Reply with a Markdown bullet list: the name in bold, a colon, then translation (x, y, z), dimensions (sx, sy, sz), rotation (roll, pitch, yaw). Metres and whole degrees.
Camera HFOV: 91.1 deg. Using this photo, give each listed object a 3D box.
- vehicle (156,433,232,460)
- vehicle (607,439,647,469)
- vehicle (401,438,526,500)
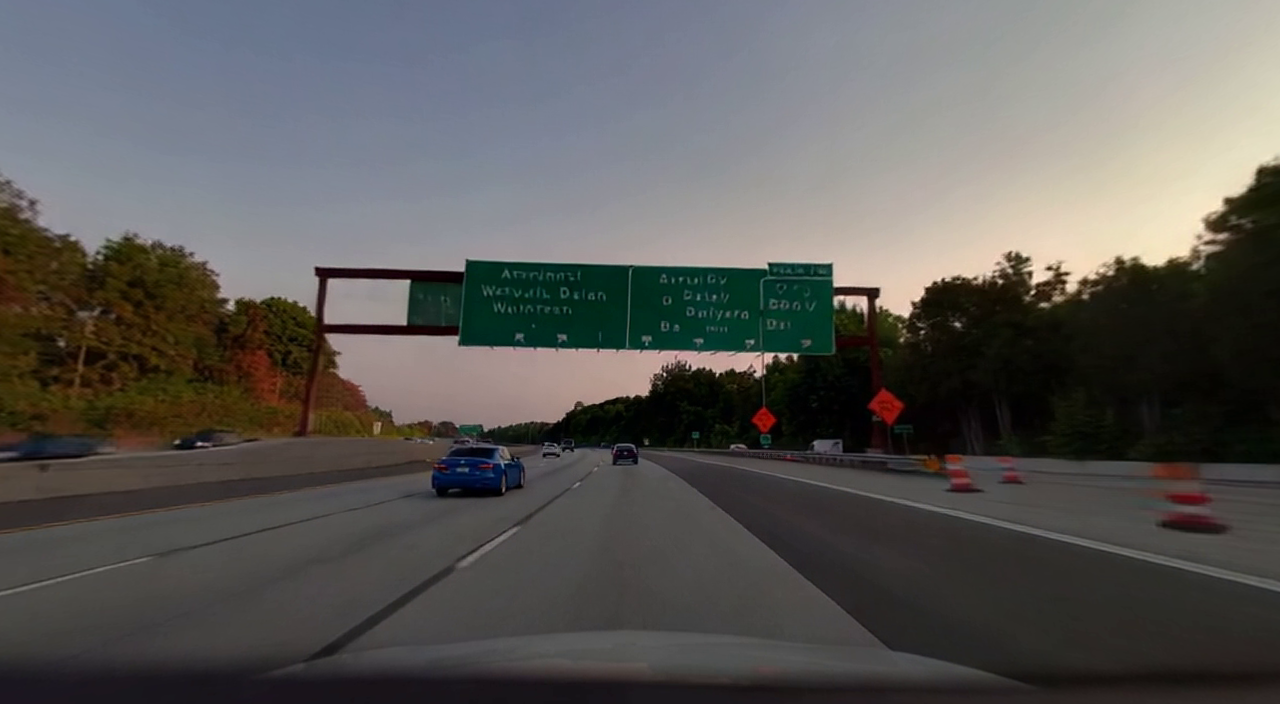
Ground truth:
- **vehicle**: translation (-29.952, 6.334, 42.325), dimensions (1.912, 1.707, 4.472), rotation (0, -8, -2)
- **vehicle**: translation (-0.713, 5.398, 33.437), dimensions (1.963, 1.462, 4.681), rotation (0, -8, -1)
- **vehicle**: translation (-4.422, 2.987, 16.530), dimensions (2.001, 1.415, 4.360), rotation (0, -8, 0)
